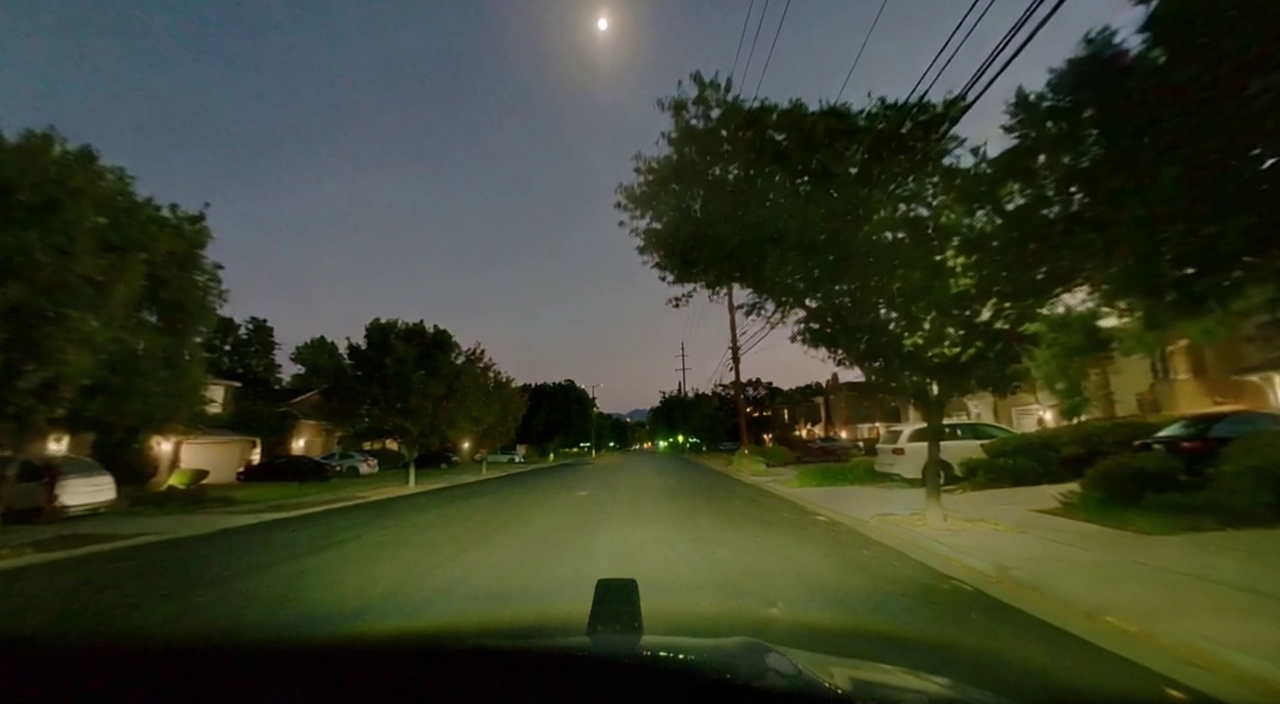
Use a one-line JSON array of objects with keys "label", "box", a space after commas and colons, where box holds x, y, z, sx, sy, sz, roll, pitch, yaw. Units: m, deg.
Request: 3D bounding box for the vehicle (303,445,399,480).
[{"label": "vehicle", "box": [-14.967, 5.675, 32.767, 4.232, 1.693, 1.949, -3, -9, 17]}]

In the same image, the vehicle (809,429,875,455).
[{"label": "vehicle", "box": [15.229, 6.829, 47.822, 4.373, 1.759, 2.093, 0, -9, 7]}]

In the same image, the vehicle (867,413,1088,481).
[{"label": "vehicle", "box": [9.748, 2.785, 18.610, 5.273, 1.868, 2.070, 0, -9, 0]}]

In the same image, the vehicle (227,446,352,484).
[{"label": "vehicle", "box": [-16.130, 5.223, 29.280, 4.482, 1.648, 2.169, 0, -9, 0]}]

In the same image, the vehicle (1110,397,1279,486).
[{"label": "vehicle", "box": [13.500, 2.019, 14.172, 4.209, 1.834, 2.019, 0, -9, 1]}]

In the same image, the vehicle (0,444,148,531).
[{"label": "vehicle", "box": [-13.780, 2.874, 13.784, 4.495, 1.706, 1.972, -1, -9, 5]}]

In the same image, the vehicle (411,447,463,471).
[{"label": "vehicle", "box": [-14.551, 7.669, 45.641, 1.978, 1.586, 5.192, 0, -9, 0]}]
